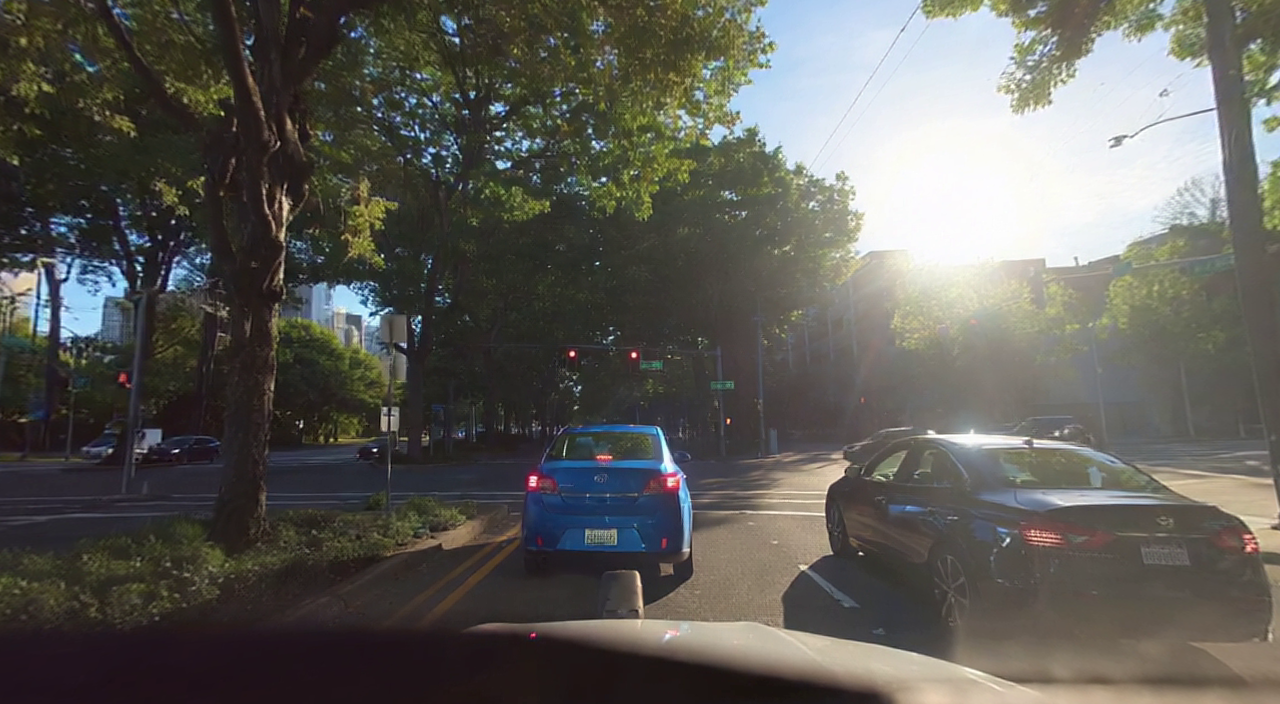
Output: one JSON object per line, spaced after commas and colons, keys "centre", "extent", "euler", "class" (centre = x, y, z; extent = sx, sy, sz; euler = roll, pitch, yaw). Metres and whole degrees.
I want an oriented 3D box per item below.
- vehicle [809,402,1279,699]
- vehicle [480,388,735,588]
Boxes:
{"centre": [3.167, 1.402, 5.747], "extent": [1.932, 1.562, 4.629], "euler": [0, -9, -1], "class": "vehicle"}
{"centre": [-0.349, 1.523, 7.797], "extent": [2.247, 1.760, 4.231], "euler": [0, -9, -2], "class": "vehicle"}
